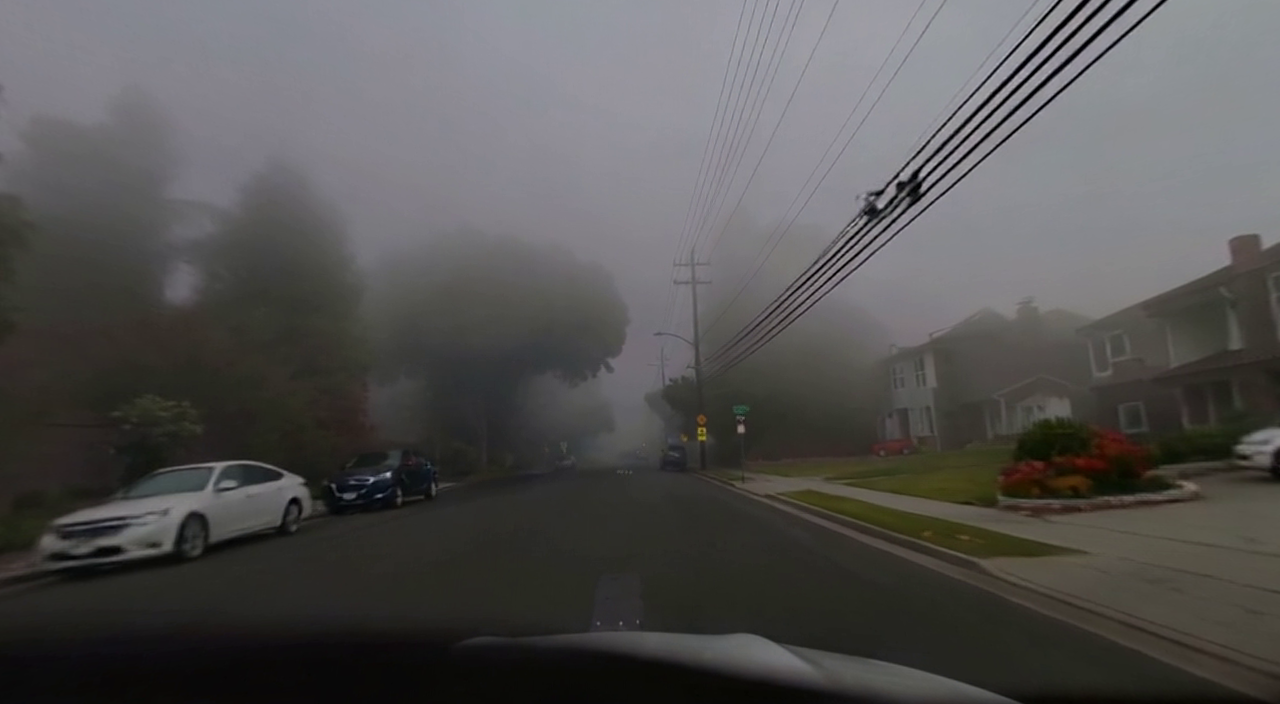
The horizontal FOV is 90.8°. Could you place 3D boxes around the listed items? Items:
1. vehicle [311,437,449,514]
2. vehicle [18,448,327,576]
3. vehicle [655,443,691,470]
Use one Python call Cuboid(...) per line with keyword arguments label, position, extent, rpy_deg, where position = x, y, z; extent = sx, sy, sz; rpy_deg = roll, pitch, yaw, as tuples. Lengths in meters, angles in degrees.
Cuboid(label="vehicle", position=(-7.276, 3.490, 18.266), extent=(2.135, 1.787, 4.452), rpy_deg=(-4, -9, 0))
Cuboid(label="vehicle", position=(-7.110, 2.407, 10.280), extent=(2.041, 1.587, 3.920), rpy_deg=(-2, -9, -1))
Cuboid(label="vehicle", position=(2.187, 6.969, 42.436), extent=(1.971, 1.710, 4.210), rpy_deg=(0, -9, -3))
